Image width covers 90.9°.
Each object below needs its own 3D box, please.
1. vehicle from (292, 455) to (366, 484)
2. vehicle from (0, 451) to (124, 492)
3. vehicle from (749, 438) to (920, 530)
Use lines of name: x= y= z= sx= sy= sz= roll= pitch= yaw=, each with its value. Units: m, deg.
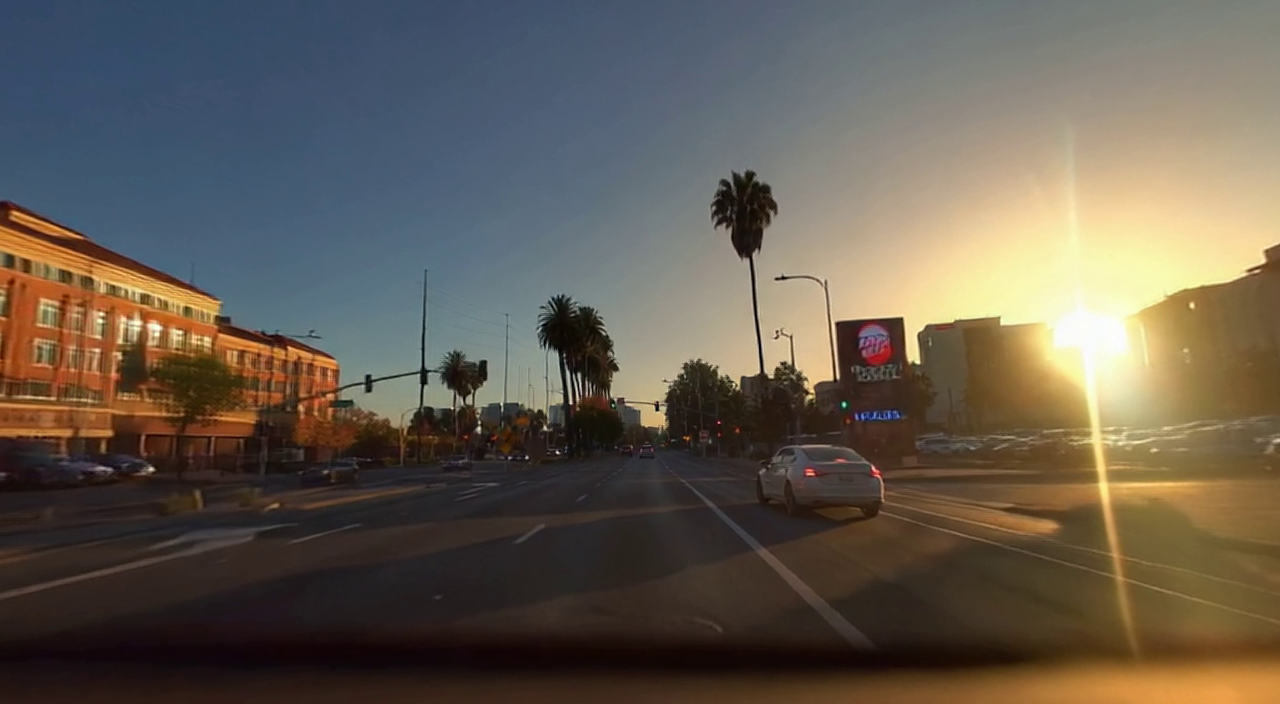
vehicle: x=-17.505 y=6.627 z=35.771 sx=1.961 sy=1.500 sz=4.291 roll=0 pitch=-9 yaw=1
vehicle: x=-29.930 y=5.921 z=31.524 sx=6.041 sy=1.907 sz=2.490 roll=0 pitch=-8 yaw=2
vehicle: x=3.591 y=2.520 z=12.738 sx=1.870 sy=1.467 sz=4.800 roll=0 pitch=-9 yaw=-1
